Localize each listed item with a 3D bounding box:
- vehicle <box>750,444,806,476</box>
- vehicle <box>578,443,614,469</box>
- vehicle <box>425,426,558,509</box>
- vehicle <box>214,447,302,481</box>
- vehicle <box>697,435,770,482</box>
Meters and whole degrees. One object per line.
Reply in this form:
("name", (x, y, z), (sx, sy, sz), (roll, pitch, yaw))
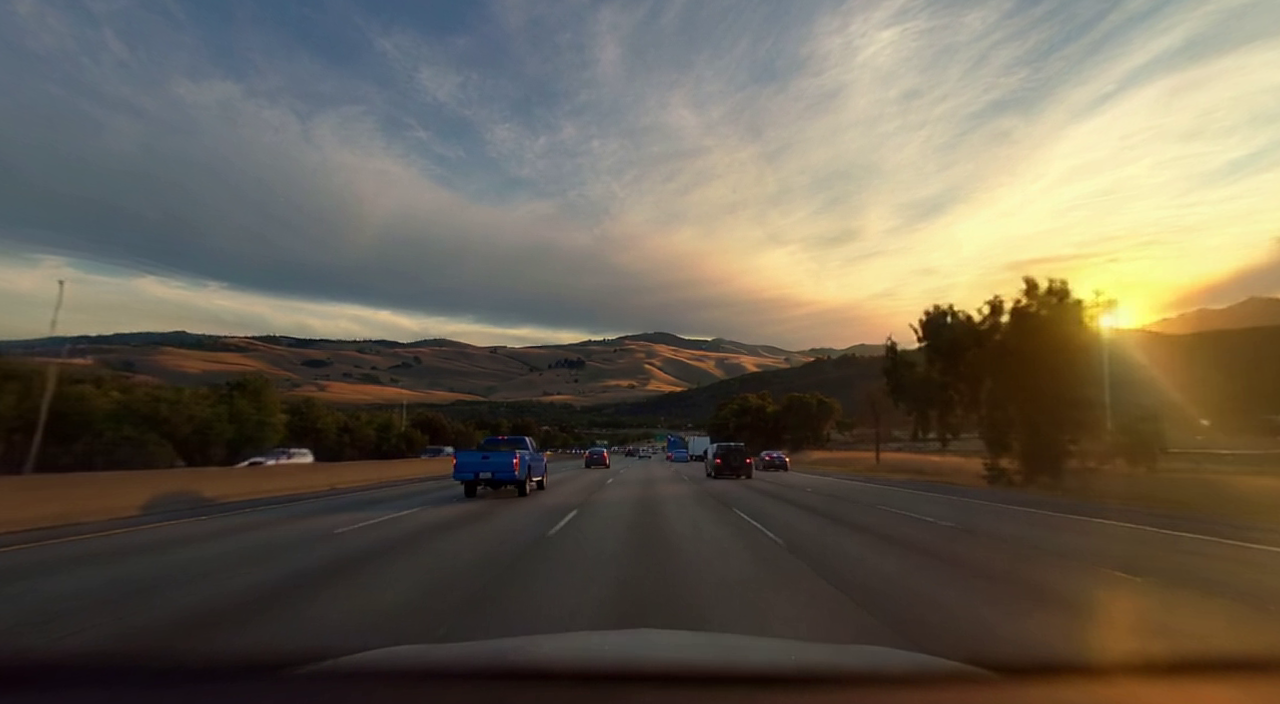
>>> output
("vehicle", (7.912, 6.229, 36.656), (2.104, 1.724, 4.701), (0, -8, -1))
("vehicle", (-3.192, 7.646, 46.516), (2.235, 1.785, 4.386), (-1, -8, 1))
("vehicle", (-3.710, 2.992, 16.942), (2.227, 1.853, 5.161), (-1, -8, 1))
("vehicle", (-20.374, 5.953, 33.869), (1.884, 1.693, 4.476), (0, -8, 0))
("vehicle", (4.213, 4.940, 29.543), (2.424, 1.952, 5.611), (0, -8, -1))
